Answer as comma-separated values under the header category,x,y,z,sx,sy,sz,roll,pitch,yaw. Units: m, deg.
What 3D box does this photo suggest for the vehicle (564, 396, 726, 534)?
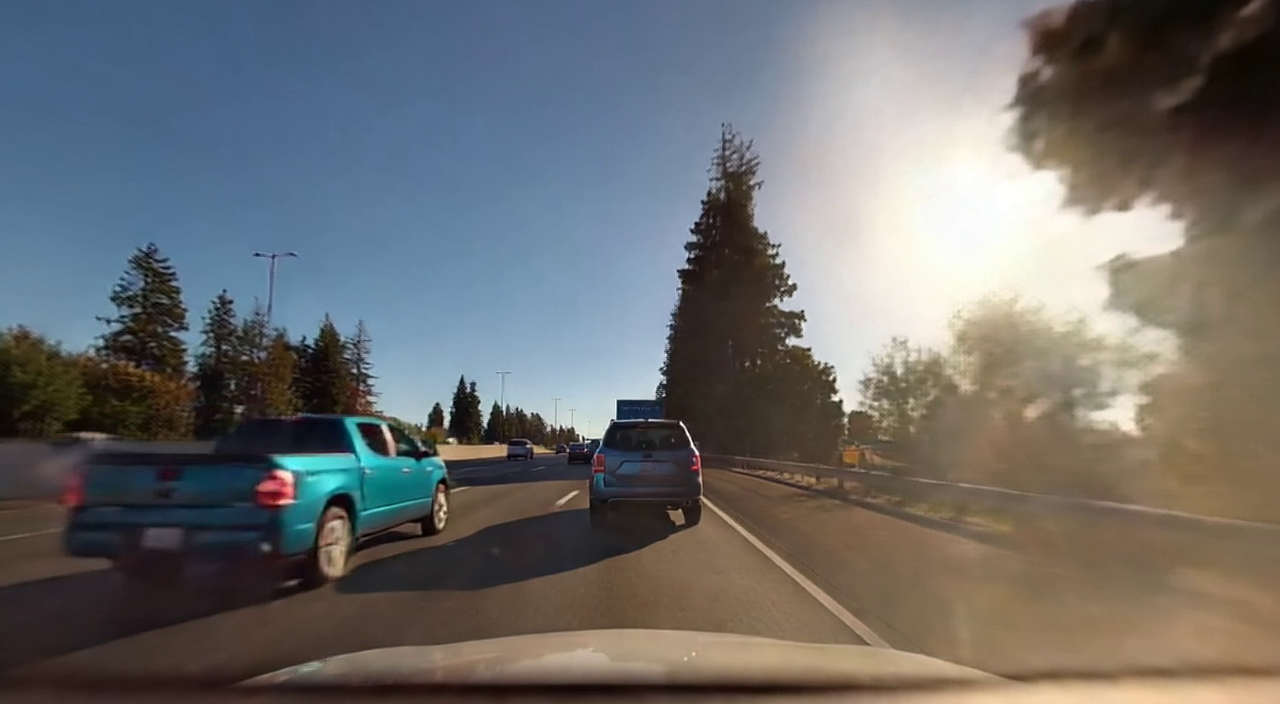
category,x,y,z,sx,sy,sz,roll,pitch,yaw
vehicle,0.061,2.018,11.768,2.395,2.013,4.734,0,-8,0

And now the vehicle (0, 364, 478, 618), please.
category,x,y,z,sx,sy,sz,roll,pitch,yaw
vehicle,-4.026,1.481,7.733,2.486,1.962,5.525,-1,-8,2
